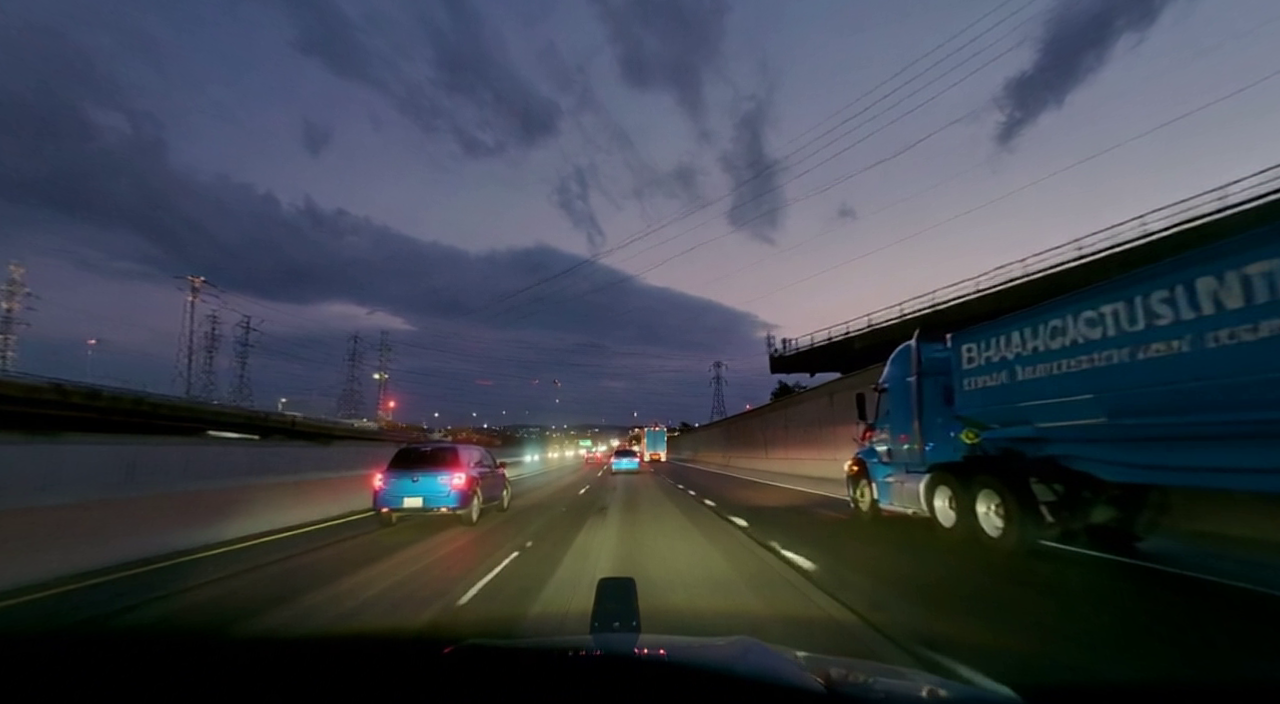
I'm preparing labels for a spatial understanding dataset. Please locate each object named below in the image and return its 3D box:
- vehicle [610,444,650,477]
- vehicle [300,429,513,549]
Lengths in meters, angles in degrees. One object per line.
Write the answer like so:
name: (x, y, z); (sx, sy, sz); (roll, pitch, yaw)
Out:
vehicle: (-0.545, 5.710, 33.337); (2.004, 1.615, 4.113); (0, -9, -1)
vehicle: (-3.473, 2.108, 10.280); (1.987, 1.548, 3.981); (0, -9, -1)
